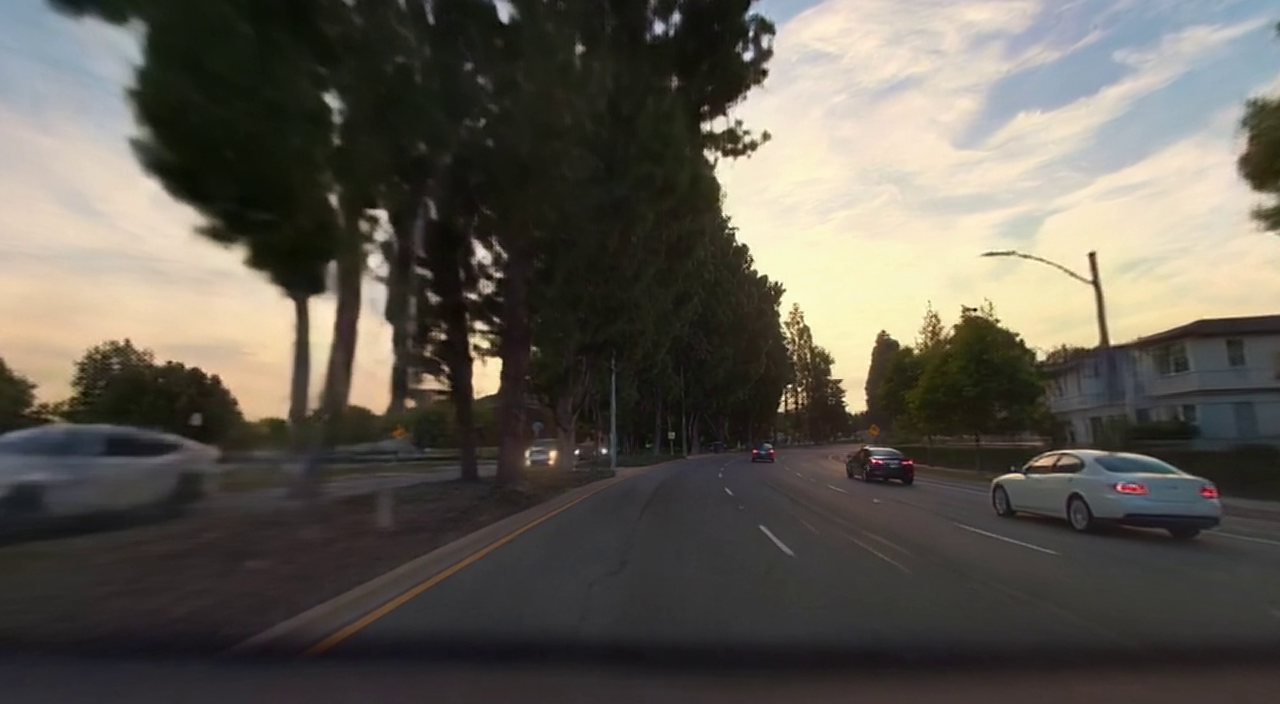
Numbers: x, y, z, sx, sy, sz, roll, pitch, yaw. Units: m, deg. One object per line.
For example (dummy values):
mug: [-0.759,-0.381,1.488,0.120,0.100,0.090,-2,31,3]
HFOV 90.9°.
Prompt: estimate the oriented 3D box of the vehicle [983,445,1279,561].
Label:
vehicle: [7.466,2.182,9.992,1.783,1.386,4.433,-1,-8,3]

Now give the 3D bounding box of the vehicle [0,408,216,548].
vehicle: [-8.570,1.673,8.697,2.126,1.637,4.509,-1,-8,3]

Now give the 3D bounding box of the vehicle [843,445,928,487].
vehicle: [9.360,4.355,24.429,1.855,1.444,4.389,-1,-8,5]

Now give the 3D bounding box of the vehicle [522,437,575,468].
vehicle: [-5.525,6.161,38.819,2.024,1.729,4.371,-1,-8,9]

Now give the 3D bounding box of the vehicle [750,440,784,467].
vehicle: [8.246,6.605,41.130,1.991,1.684,4.127,-1,-8,9]
